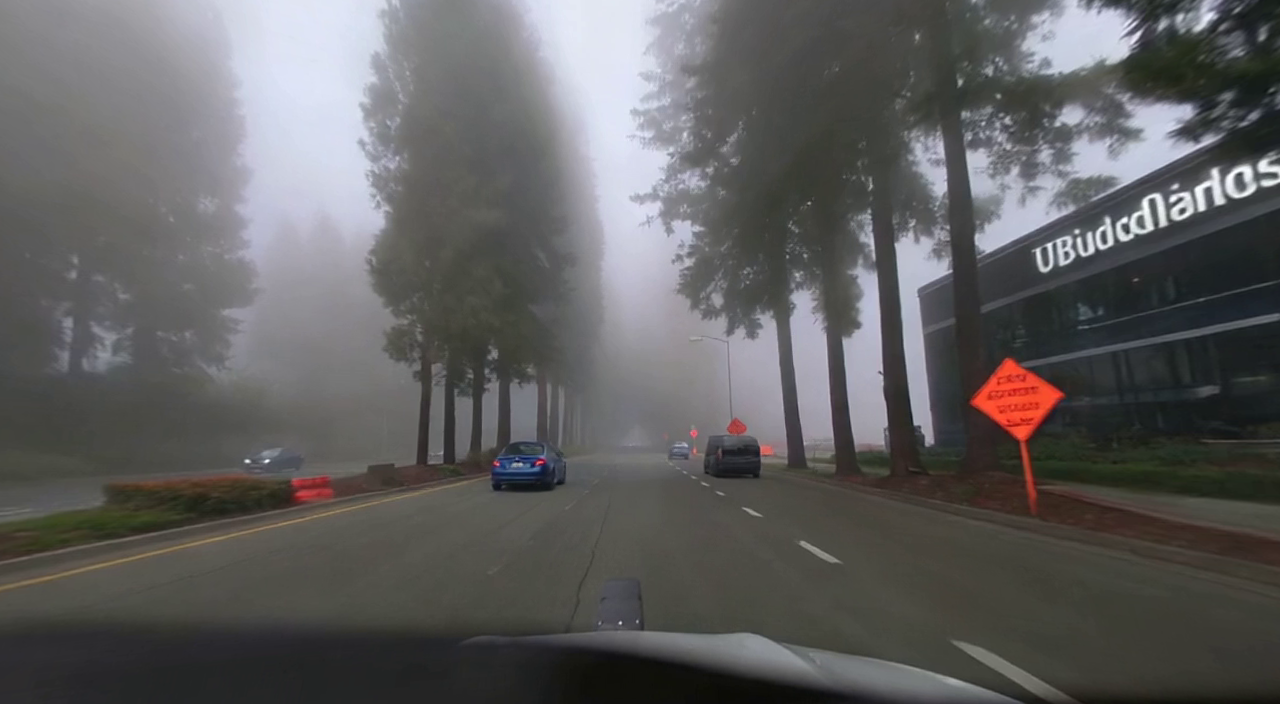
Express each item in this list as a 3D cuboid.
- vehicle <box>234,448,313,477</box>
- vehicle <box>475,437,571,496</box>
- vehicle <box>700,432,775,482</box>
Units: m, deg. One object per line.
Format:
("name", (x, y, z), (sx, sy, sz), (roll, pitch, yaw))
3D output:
("vehicle", (-22.084, 6.655, 38.305), (1.996, 1.605, 4.671), (0, -9, 0))
("vehicle", (-3.203, 3.216, 18.149), (2.020, 1.474, 4.098), (0, -9, -1))
("vehicle", (3.792, 4.185, 25.487), (2.159, 1.793, 4.735), (0, -9, -2))
